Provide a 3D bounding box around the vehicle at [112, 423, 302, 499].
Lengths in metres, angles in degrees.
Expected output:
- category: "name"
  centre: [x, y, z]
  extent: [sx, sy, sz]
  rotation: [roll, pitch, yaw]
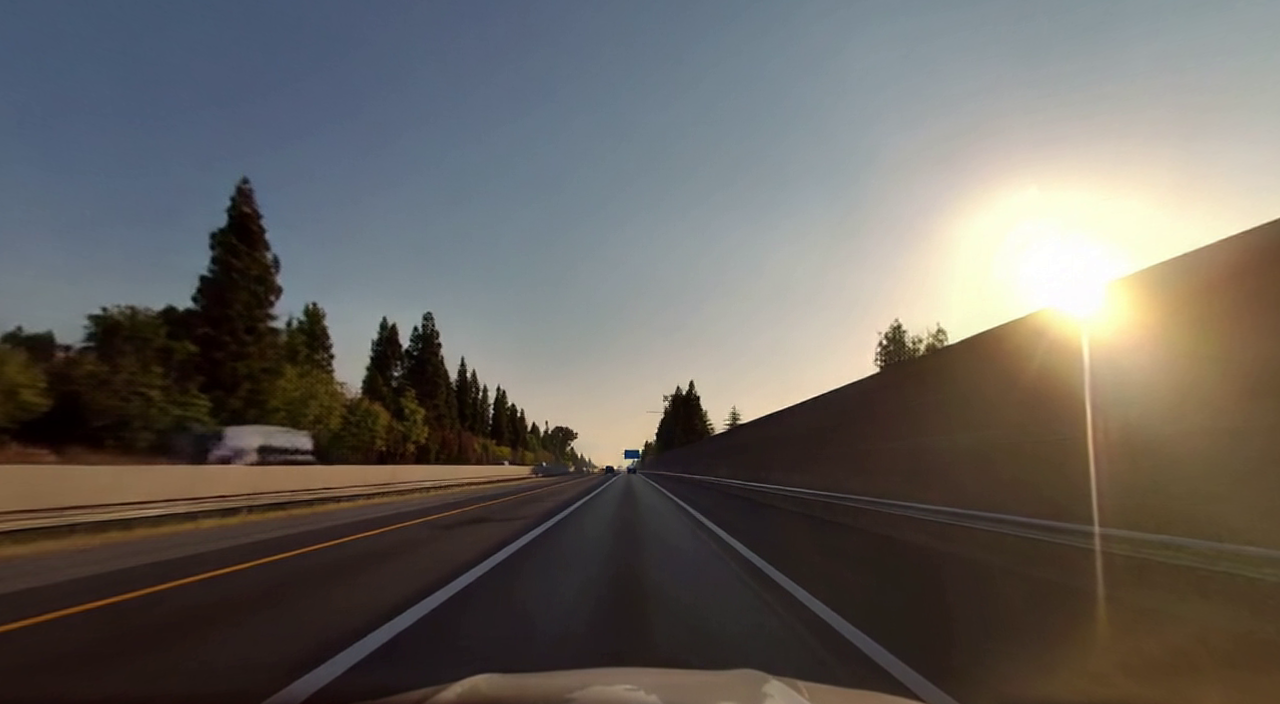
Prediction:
- category: "vehicle"
  centre: [-12.478, 3.256, 18.712]
  extent: [2.148, 1.890, 4.919]
  rotation: [1, -10, -1]
